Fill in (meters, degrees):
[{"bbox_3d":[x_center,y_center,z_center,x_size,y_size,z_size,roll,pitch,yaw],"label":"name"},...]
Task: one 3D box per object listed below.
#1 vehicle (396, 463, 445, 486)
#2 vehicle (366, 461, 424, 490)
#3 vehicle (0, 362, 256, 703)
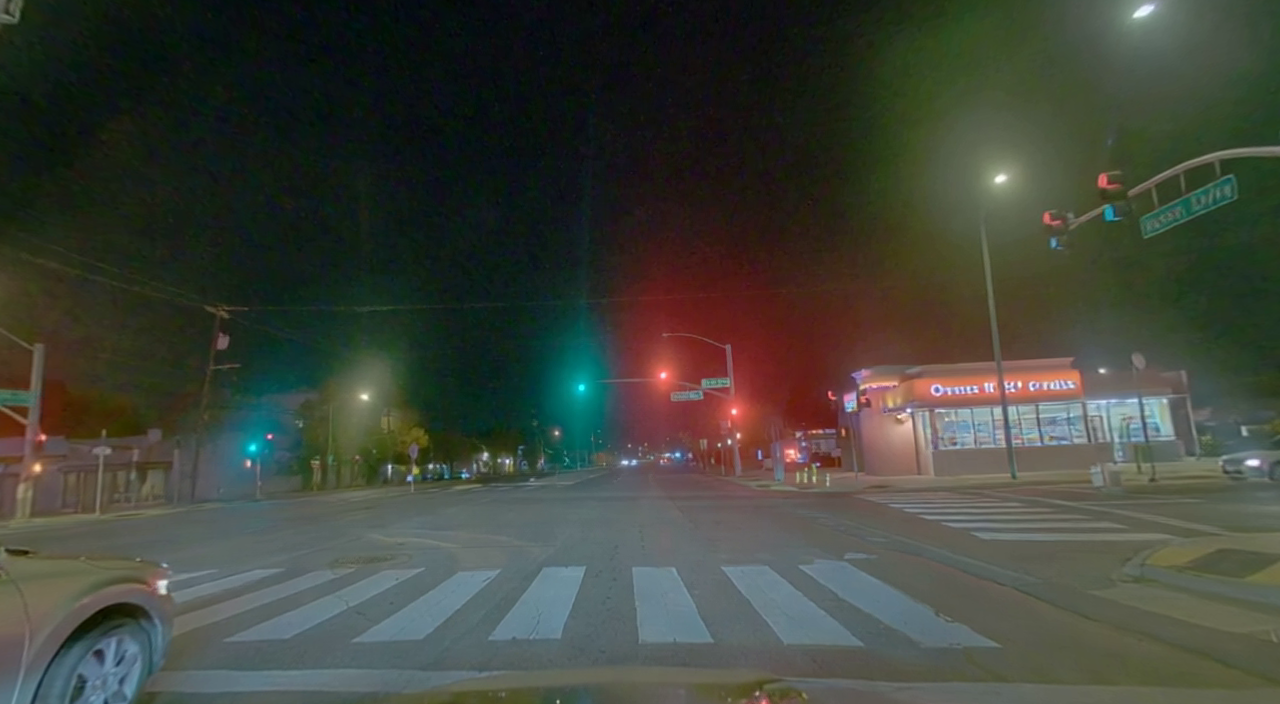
[{"bbox_3d":[-15.755,8.827,45.417,1.931,1.471,4.152,0,-9,1],"label":"vehicle"},{"bbox_3d":[-19.231,9.701,49.817,2.227,2.033,5.614,0,-9,1],"label":"vehicle"},{"bbox_3d":[-3.415,0.734,1.409,2.081,1.644,4.523,0,-9,3],"label":"vehicle"}]
